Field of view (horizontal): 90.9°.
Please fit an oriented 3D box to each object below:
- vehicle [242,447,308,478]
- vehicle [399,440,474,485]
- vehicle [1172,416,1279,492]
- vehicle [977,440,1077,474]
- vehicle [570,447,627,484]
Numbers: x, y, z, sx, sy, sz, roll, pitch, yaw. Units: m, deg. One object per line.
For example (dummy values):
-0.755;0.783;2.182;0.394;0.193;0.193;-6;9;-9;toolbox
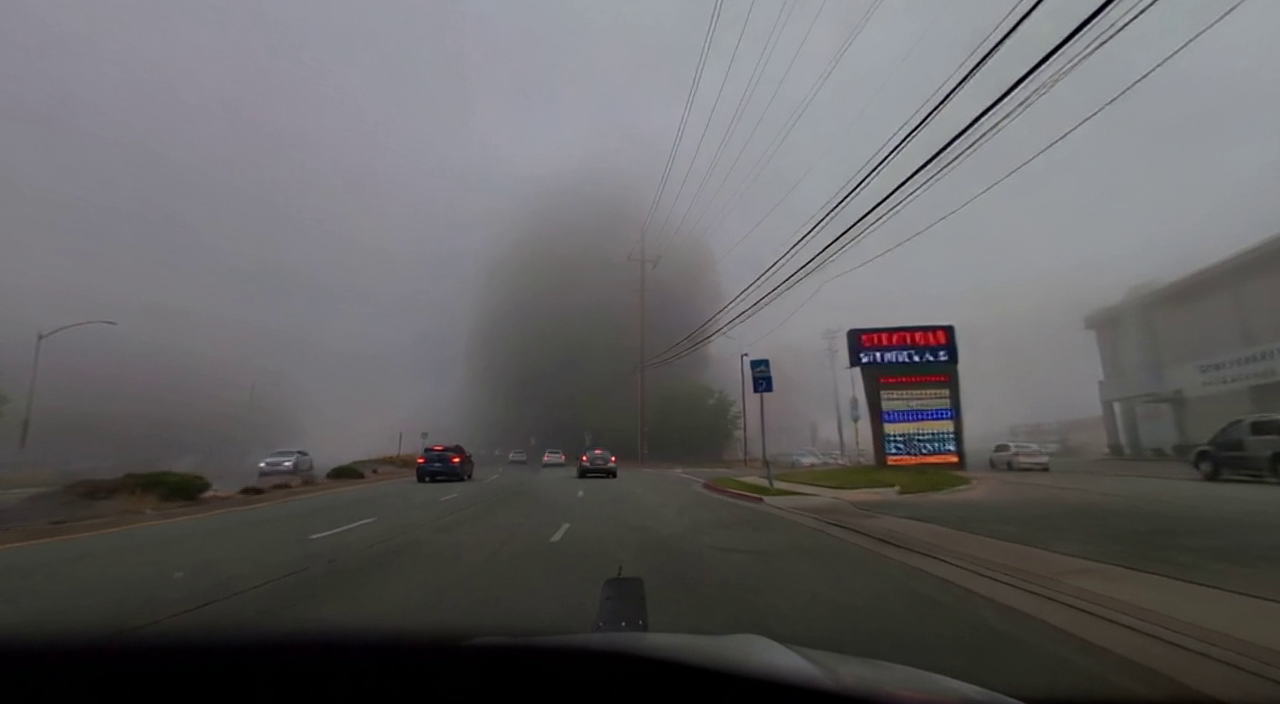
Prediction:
-25.393;7.668;44.195;2.258;1.960;5.783;2;-9;-12;vehicle
-8.705;4.734;27.405;2.195;1.752;4.515;1;-9;-7;vehicle
17.060;2.681;16.720;1.863;1.889;4.839;-3;-10;5;vehicle
18.220;4.958;29.965;1.795;1.485;4.601;0;-9;0;vehicle
-1.911;4.935;27.836;2.130;1.476;4.453;1;-9;-8;vehicle
